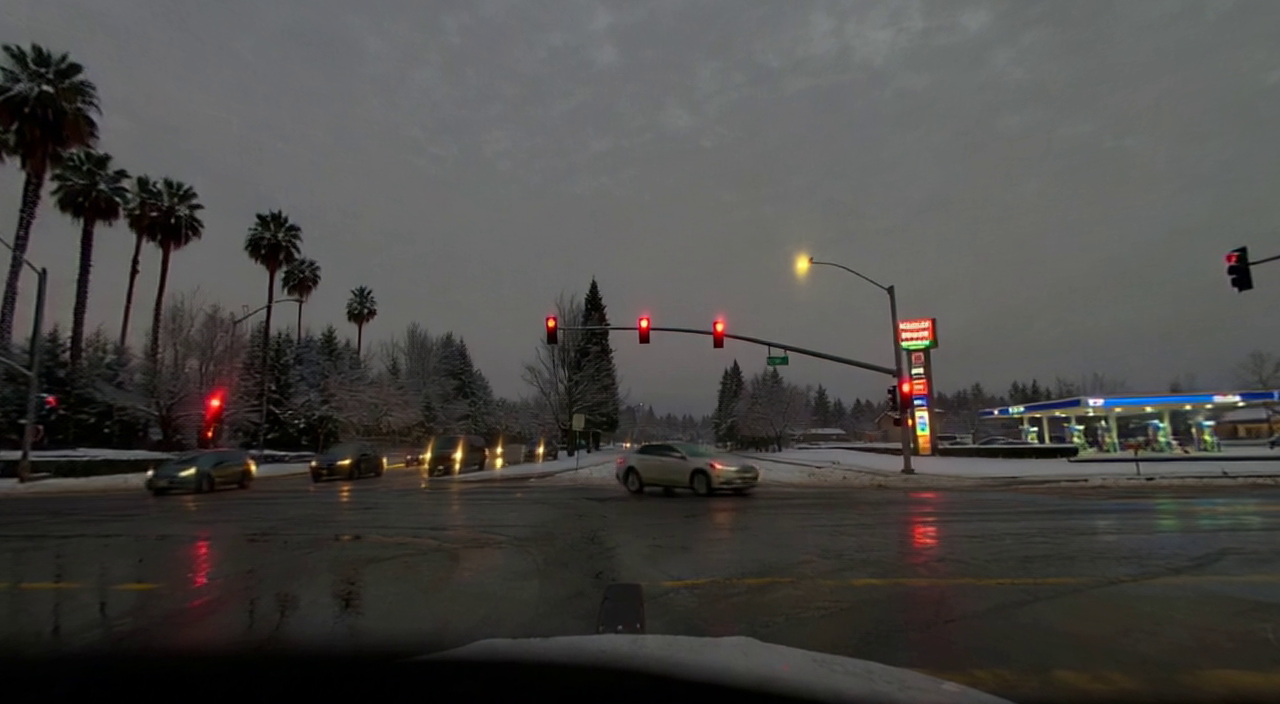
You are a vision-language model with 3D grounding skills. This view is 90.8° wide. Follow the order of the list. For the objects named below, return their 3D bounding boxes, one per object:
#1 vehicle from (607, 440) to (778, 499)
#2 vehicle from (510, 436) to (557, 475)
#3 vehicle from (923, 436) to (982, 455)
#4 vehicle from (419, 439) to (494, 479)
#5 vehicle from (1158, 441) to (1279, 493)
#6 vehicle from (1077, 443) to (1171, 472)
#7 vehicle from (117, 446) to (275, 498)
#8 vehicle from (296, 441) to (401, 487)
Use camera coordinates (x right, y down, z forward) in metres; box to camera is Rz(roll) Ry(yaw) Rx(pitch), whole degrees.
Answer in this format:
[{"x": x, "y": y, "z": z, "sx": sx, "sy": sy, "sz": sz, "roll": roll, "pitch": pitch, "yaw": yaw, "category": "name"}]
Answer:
[{"x": 1.384, "y": 3.280, "z": 18.065, "sx": 4.579, "sy": 1.464, "sz": 1.983, "roll": -8, "pitch": -12, "yaw": 41, "category": "vehicle"}, {"x": -5.124, "y": 5.054, "z": 31.036, "sx": 1.929, "sy": 1.719, "sz": 4.892, "roll": 1, "pitch": -9, "yaw": -6, "category": "vehicle"}, {"x": 22.549, "y": 6.760, "z": 45.657, "sx": 3.356, "sy": 1.395, "sz": 1.559, "roll": 0, "pitch": -9, "yaw": -1, "category": "vehicle"}, {"x": -8.498, "y": 4.980, "z": 29.696, "sx": 2.124, "sy": 1.701, "sz": 4.551, "roll": 0, "pitch": -9, "yaw": 0, "category": "vehicle"}, {"x": 18.719, "y": 3.401, "z": 18.816, "sx": 5.015, "sy": 1.446, "sz": 1.862, "roll": 0, "pitch": -9, "yaw": -3, "category": "vehicle"}, {"x": 24.268, "y": 5.295, "z": 31.735, "sx": 3.474, "sy": 1.376, "sz": 1.538, "roll": 0, "pitch": -9, "yaw": -2, "category": "vehicle"}, {"x": -15.168, "y": 4.096, "z": 21.991, "sx": 2.099, "sy": 1.590, "sz": 4.625, "roll": 0, "pitch": -9, "yaw": 0, "category": "vehicle"}, {"x": -11.861, "y": 4.560, "z": 26.137, "sx": 1.973, "sy": 1.712, "sz": 4.872, "roll": 0, "pitch": -9, "yaw": 0, "category": "vehicle"}]
